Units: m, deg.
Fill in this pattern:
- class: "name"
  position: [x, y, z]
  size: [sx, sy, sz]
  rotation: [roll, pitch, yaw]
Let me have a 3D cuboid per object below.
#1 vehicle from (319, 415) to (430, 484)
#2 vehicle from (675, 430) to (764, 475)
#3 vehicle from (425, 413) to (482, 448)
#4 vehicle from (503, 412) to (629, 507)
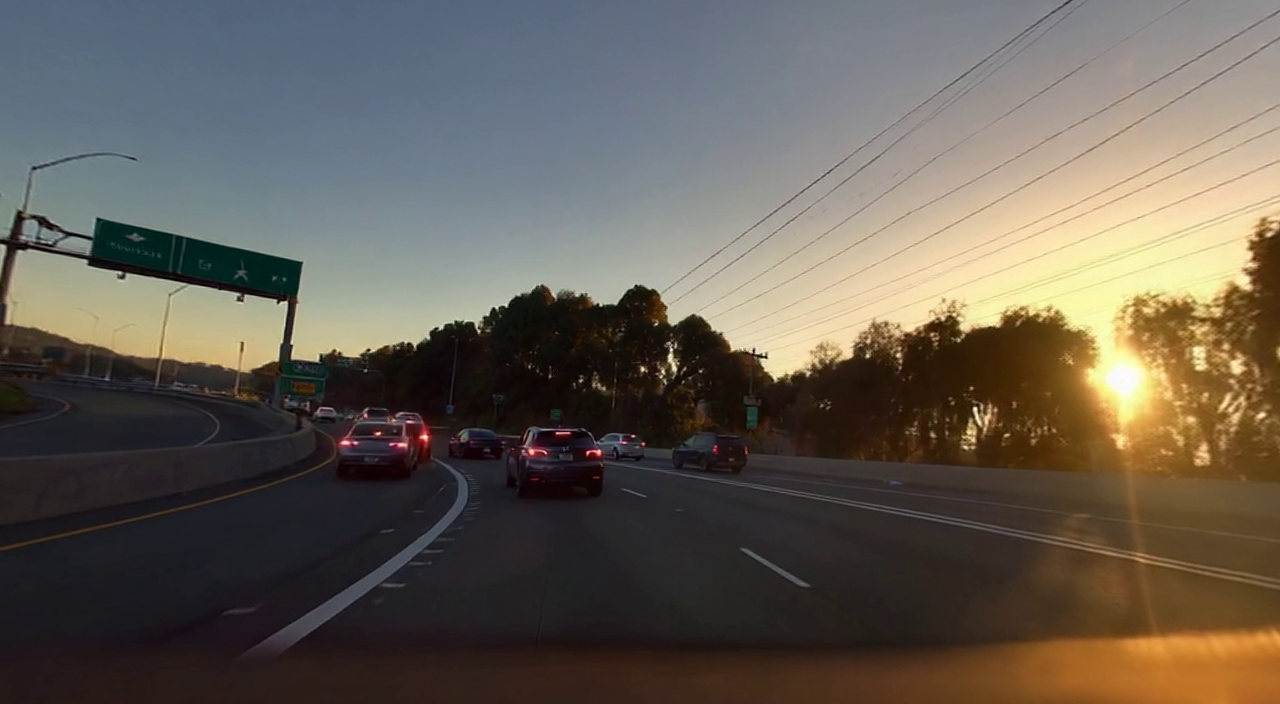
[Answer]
- class: "vehicle"
  position: [-6.618, 2.501, 16.243]
  size: [2.033, 1.501, 4.623]
  rotation: [2, -9, -16]
- class: "vehicle"
  position: [3.419, 4.471, 28.269]
  size: [2.079, 1.807, 4.682]
  rotation: [3, -9, -19]
- class: "vehicle"
  position: [-10.490, 4.459, 35.240]
  size: [2.042, 1.817, 4.650]
  rotation: [5, -10, -27]
- class: "vehicle"
  position: [-1.803, 2.311, 13.917]
  size: [2.140, 1.724, 4.304]
  rotation: [2, -9, -15]
